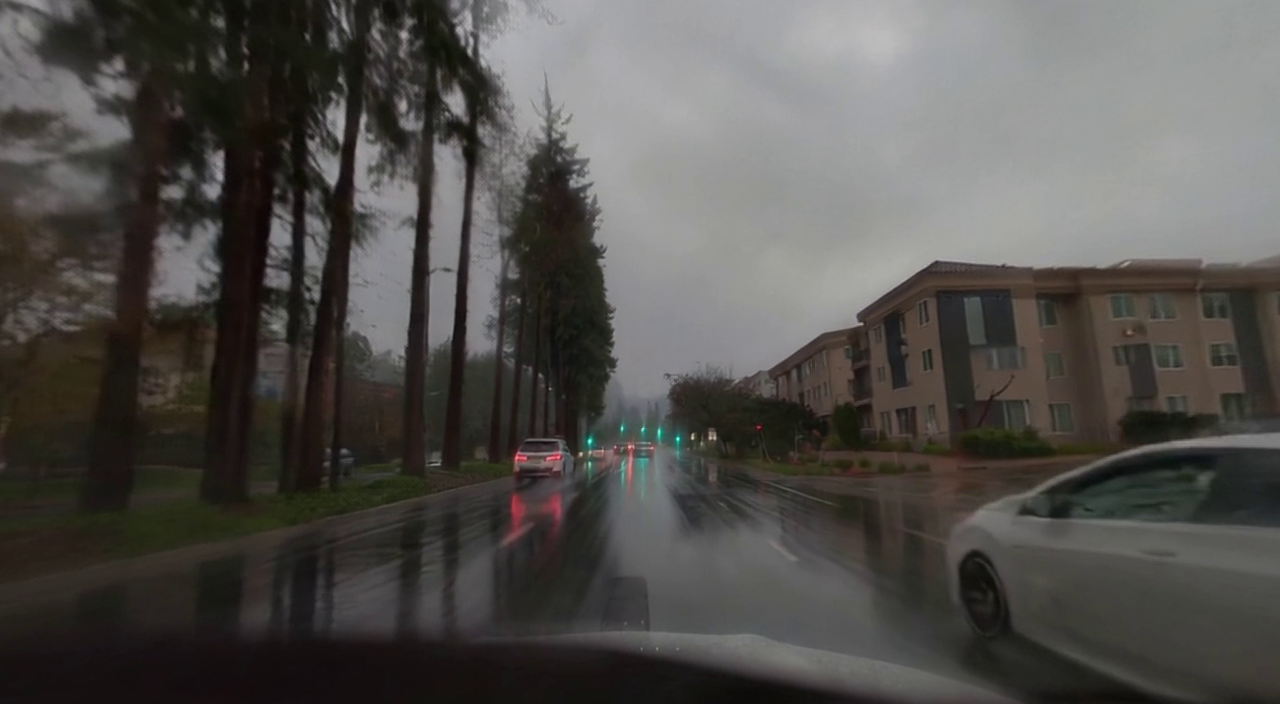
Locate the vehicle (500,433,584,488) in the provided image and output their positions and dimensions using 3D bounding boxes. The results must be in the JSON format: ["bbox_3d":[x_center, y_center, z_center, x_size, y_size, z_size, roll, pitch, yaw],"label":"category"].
[{"bbox_3d":[-3.560,4.071,23.981,2.216,1.828,4.886,0,-8,3],"label":"vehicle"}]

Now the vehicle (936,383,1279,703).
[{"bbox_3d":[3.228,0.942,2.616,1.945,1.530,4.320,0,-8,1],"label":"vehicle"}]
